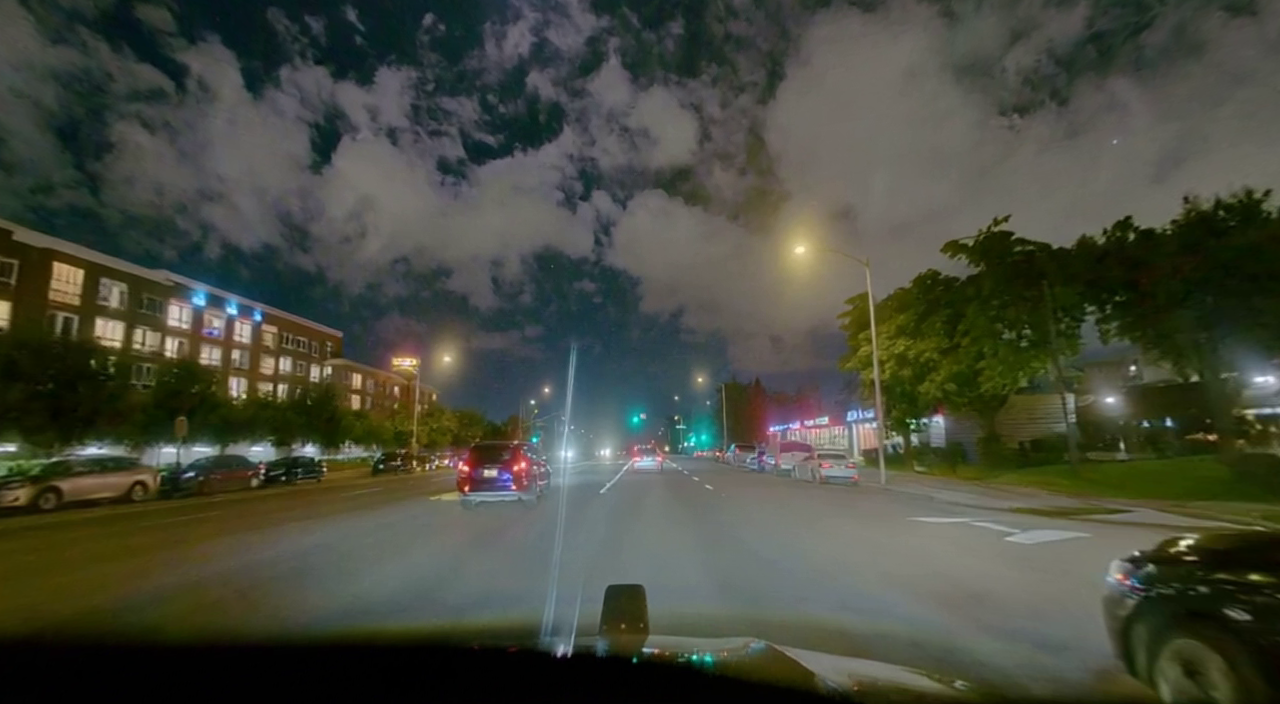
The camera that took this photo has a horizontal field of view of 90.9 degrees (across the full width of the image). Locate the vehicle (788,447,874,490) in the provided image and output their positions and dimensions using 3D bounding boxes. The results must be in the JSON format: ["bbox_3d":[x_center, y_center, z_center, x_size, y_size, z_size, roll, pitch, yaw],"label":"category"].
[{"bbox_3d":[7.229,4.433,24.409,1.880,1.451,4.958,0,-9,1],"label":"vehicle"}]

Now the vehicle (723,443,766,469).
[{"bbox_3d":[7.377,7.417,45.176,2.207,1.789,5.099,0,-9,0],"label":"vehicle"}]

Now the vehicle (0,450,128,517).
[{"bbox_3d":[-17.160,3.613,17.727,1.910,1.638,4.198,0,-9,1],"label":"vehicle"}]

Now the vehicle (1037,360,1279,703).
[{"bbox_3d":[3.260,0.753,1.557,1.987,1.637,3.896,0,-9,0],"label":"vehicle"}]

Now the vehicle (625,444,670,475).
[{"bbox_3d":[0.390,5.353,31.636,2.103,1.468,4.094,0,-9,1],"label":"vehicle"}]

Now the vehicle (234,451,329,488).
[{"bbox_3d":[-16.977,5.544,30.136,1.915,1.497,4.445,-2,-8,1],"label":"vehicle"}]

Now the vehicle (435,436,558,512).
[{"bbox_3d":[-3.166,2.775,14.817,1.860,1.510,4.073,0,-9,1],"label":"vehicle"}]

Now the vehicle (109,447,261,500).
[{"bbox_3d":[-16.970,4.495,23.913,2.121,1.678,4.936,-2,-8,0],"label":"vehicle"}]

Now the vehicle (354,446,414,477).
[{"bbox_3d":[-16.645,7.090,41.194,2.089,1.756,4.486,-2,-8,-1],"label":"vehicle"}]

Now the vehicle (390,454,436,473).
[{"bbox_3d":[-16.632,8.158,46.358,1.668,1.298,4.337,0,-9,1],"label":"vehicle"}]
